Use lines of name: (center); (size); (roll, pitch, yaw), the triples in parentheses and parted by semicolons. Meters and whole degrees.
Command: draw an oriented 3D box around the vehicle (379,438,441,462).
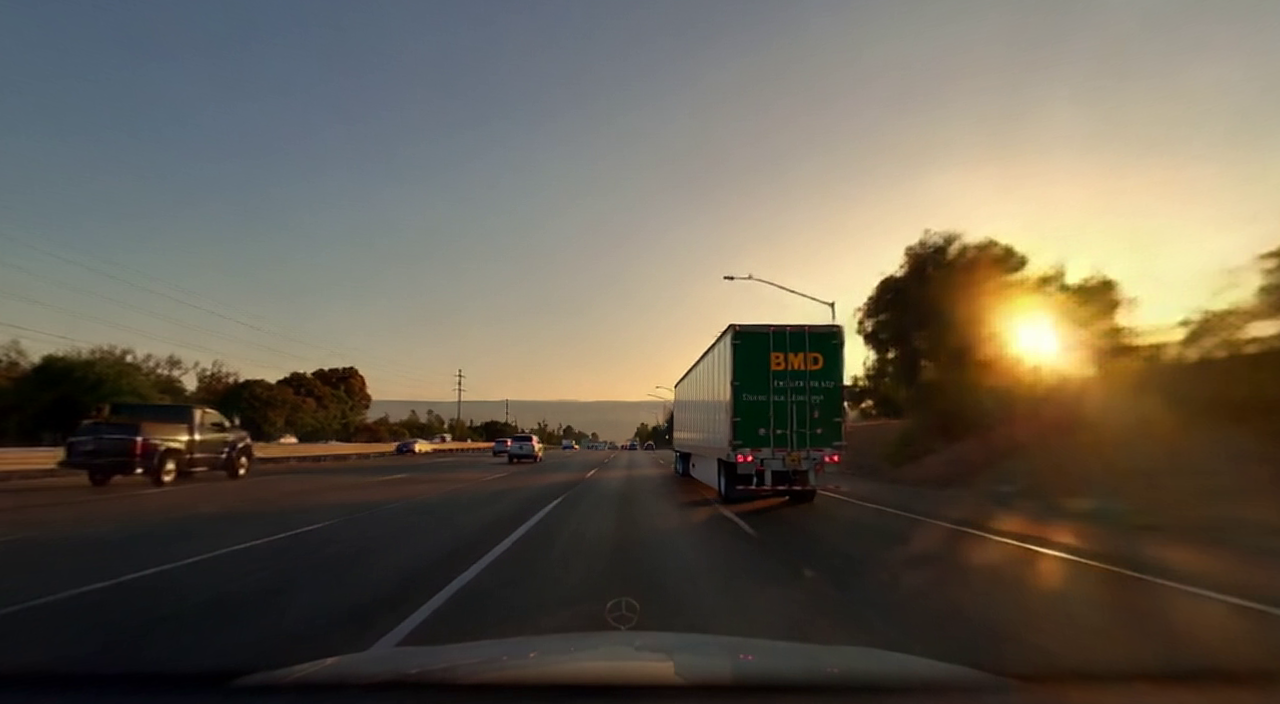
vehicle: (-14.105, 6.043, 39.026); (2.067, 1.398, 4.863); (0, -8, -1)

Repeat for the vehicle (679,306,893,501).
vehicle: (3.375, 2.092, 20.255); (2.891, 3.944, 15.051); (0, -8, -2)

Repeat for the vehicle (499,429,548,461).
vehicle: (-7.400, 5.987, 40.611); (2.100, 1.905, 5.119); (0, -8, 0)

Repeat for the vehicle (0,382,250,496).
vehicle: (-13.990, 2.415, 17.493); (2.307, 2.571, 6.260); (0, -8, 0)
